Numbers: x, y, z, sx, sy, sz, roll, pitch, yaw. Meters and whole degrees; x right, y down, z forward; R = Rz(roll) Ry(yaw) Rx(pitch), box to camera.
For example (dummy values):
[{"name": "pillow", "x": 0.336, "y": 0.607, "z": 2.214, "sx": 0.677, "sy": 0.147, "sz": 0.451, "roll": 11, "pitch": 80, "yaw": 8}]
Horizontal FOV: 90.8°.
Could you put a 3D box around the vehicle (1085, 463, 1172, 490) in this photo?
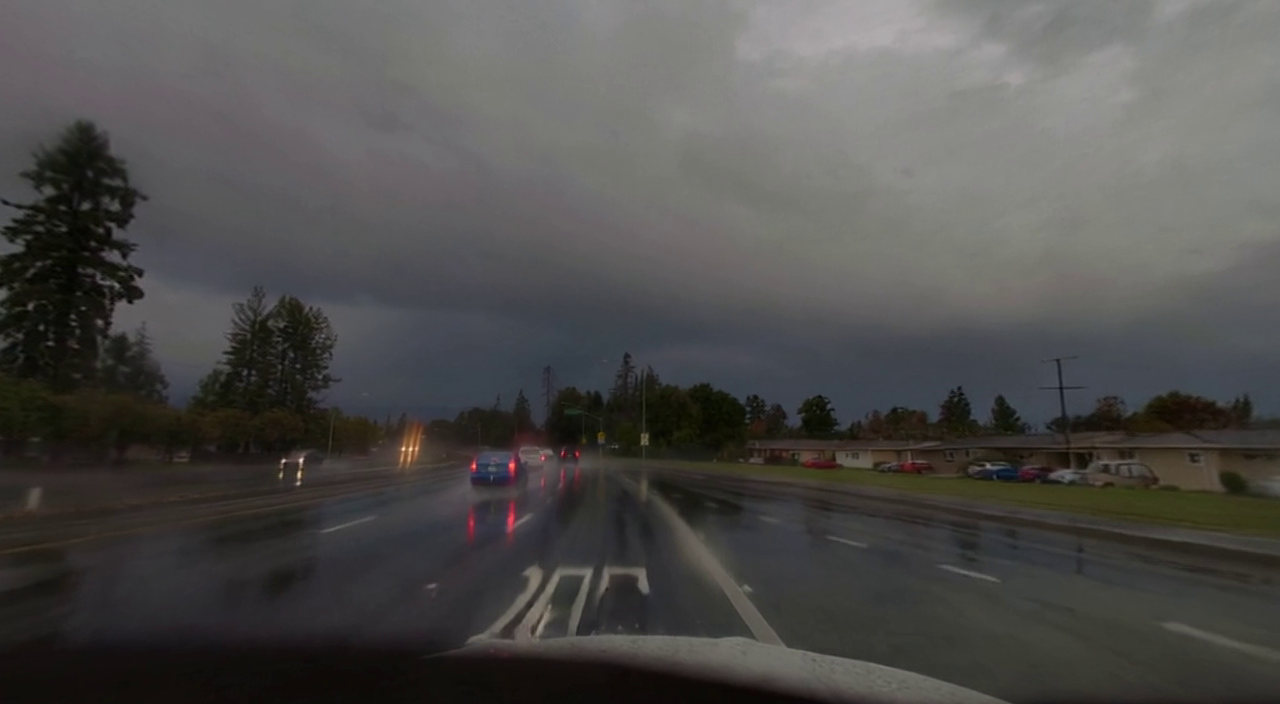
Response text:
[{"name": "vehicle", "x": 35.965, "y": 9.173, "z": 46.685, "sx": 1.973, "sy": 1.671, "sz": 5.072, "roll": 1, "pitch": -8, "yaw": -7}]

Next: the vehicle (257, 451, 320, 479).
[{"name": "vehicle", "x": -22.100, "y": 7.076, "z": 39.871, "sx": 1.844, "sy": 1.582, "sz": 4.218, "roll": 0, "pitch": -8, "yaw": -5}]

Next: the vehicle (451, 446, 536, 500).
[{"name": "vehicle", "x": -4.961, "y": 4.122, "z": 22.052, "sx": 2.098, "sy": 1.613, "sz": 4.606, "roll": 0, "pitch": -8, "yaw": -3}]
